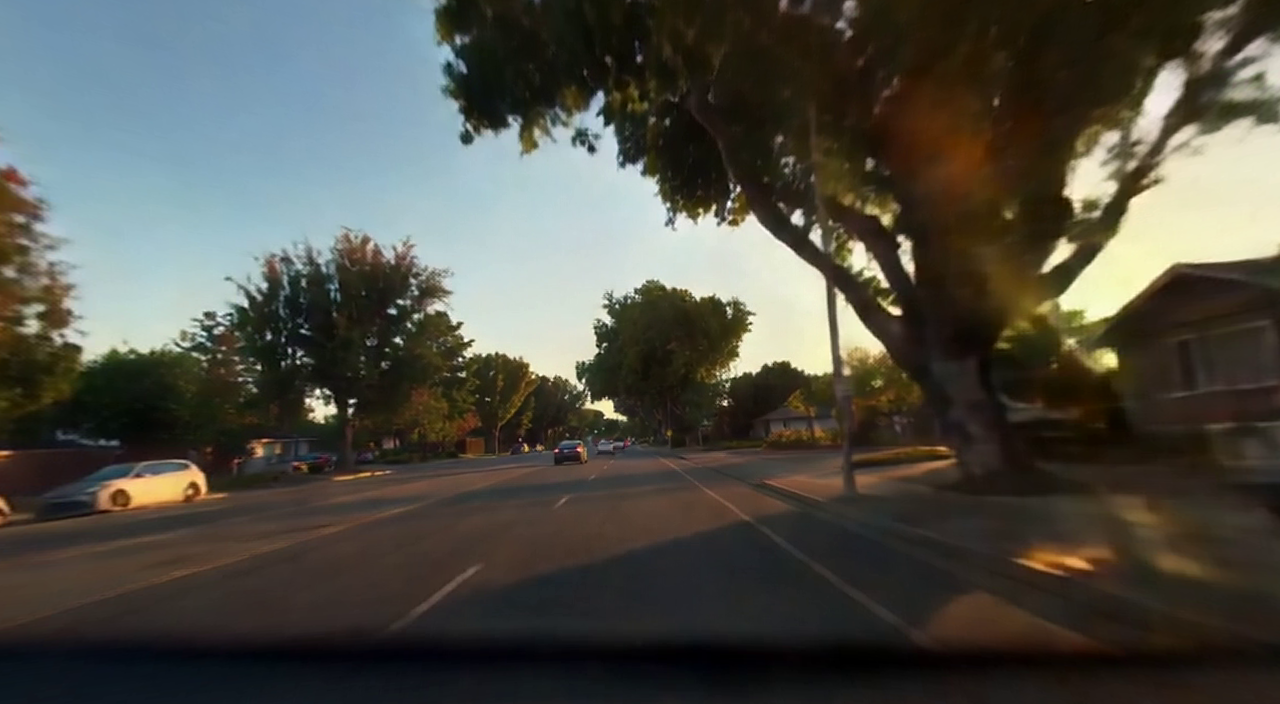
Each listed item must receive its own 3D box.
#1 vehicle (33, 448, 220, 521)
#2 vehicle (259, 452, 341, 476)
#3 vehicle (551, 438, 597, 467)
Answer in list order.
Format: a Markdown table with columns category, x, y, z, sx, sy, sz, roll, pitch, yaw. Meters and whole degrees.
| category | x | y | z | sx | sy | sz | roll | pitch | yaw |
| --- | --- | --- | --- | --- | --- | --- | --- | --- | --- |
| vehicle | -15.752 | 4.017 | 19.801 | 2.050 | 1.784 | 4.577 | -3 | -8 | 0 |
| vehicle | -22.300 | 7.352 | 41.534 | 4.252 | 1.458 | 1.915 | 0 | -8 | 1 |
| vehicle | -3.513 | 5.482 | 34.558 | 2.030 | 1.467 | 4.251 | 0 | -8 | 0 |
